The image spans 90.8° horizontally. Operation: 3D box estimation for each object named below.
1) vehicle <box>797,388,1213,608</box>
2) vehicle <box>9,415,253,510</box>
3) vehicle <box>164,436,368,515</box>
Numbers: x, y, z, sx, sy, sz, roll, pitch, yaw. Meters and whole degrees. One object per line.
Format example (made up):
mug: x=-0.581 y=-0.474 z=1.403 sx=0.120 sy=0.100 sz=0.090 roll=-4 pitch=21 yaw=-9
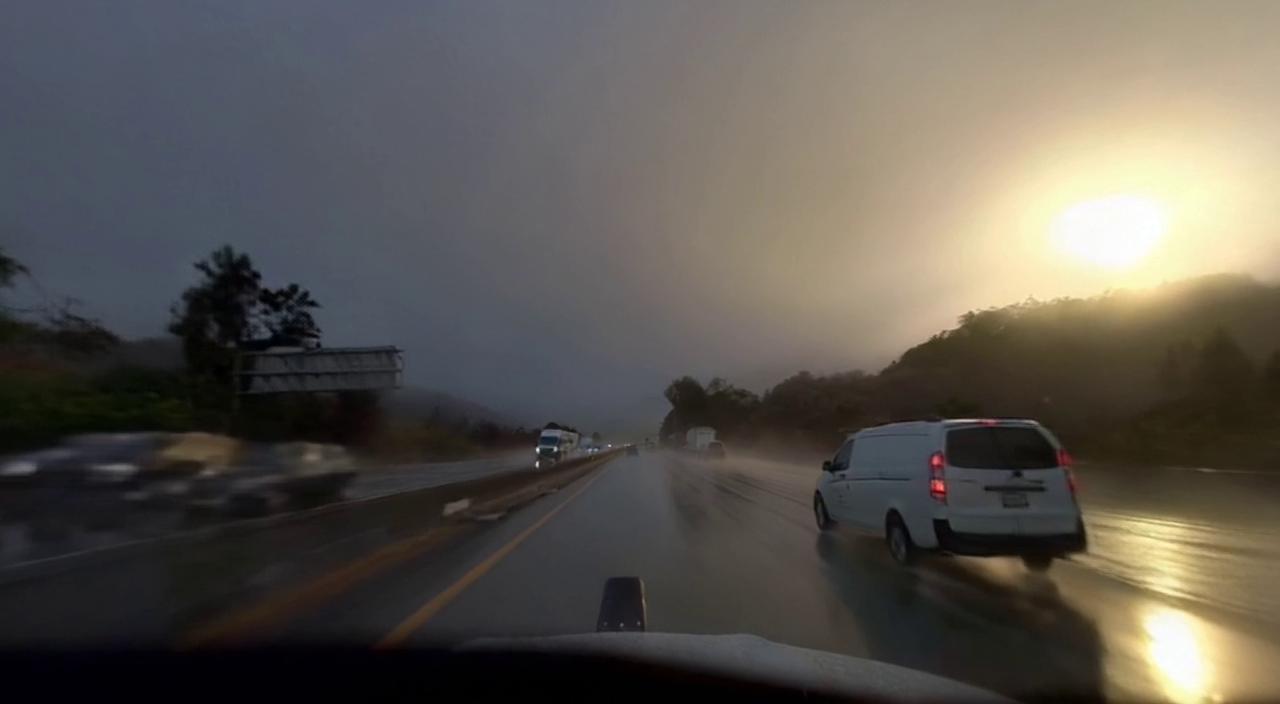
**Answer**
vehicle: x=3.513 y=1.522 z=7.426 sx=2.070 sy=1.751 sz=4.576 roll=0 pitch=-9 yaw=-1
vehicle: x=-12.356 y=2.726 z=15.919 sx=2.125 sy=1.987 sz=4.809 roll=0 pitch=-9 yaw=0
vehicle: x=-8.226 y=2.739 z=14.506 sx=1.937 sy=1.499 sz=4.518 roll=0 pitch=-9 yaw=0
